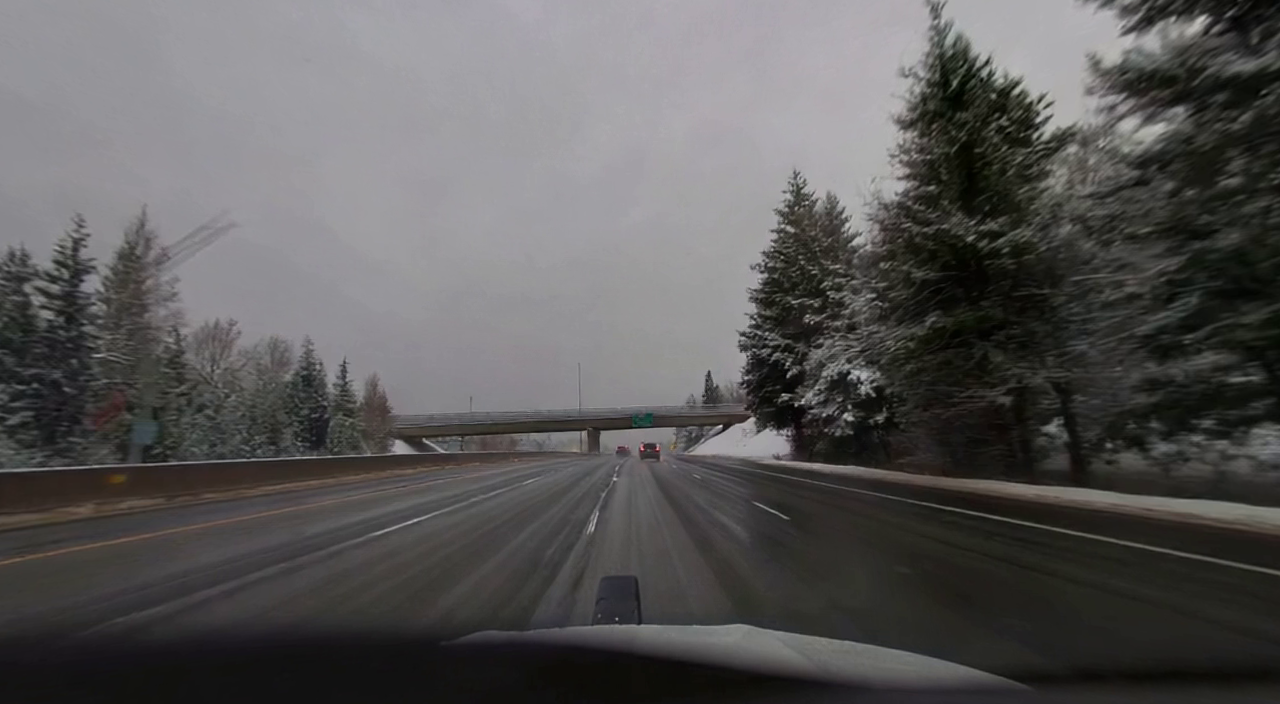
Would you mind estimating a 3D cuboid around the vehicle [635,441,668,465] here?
[{"bbox_3d":[0.696,6.578,41.247,1.970,1.477,4.158,0,-9,-1],"label":"vehicle"}]
